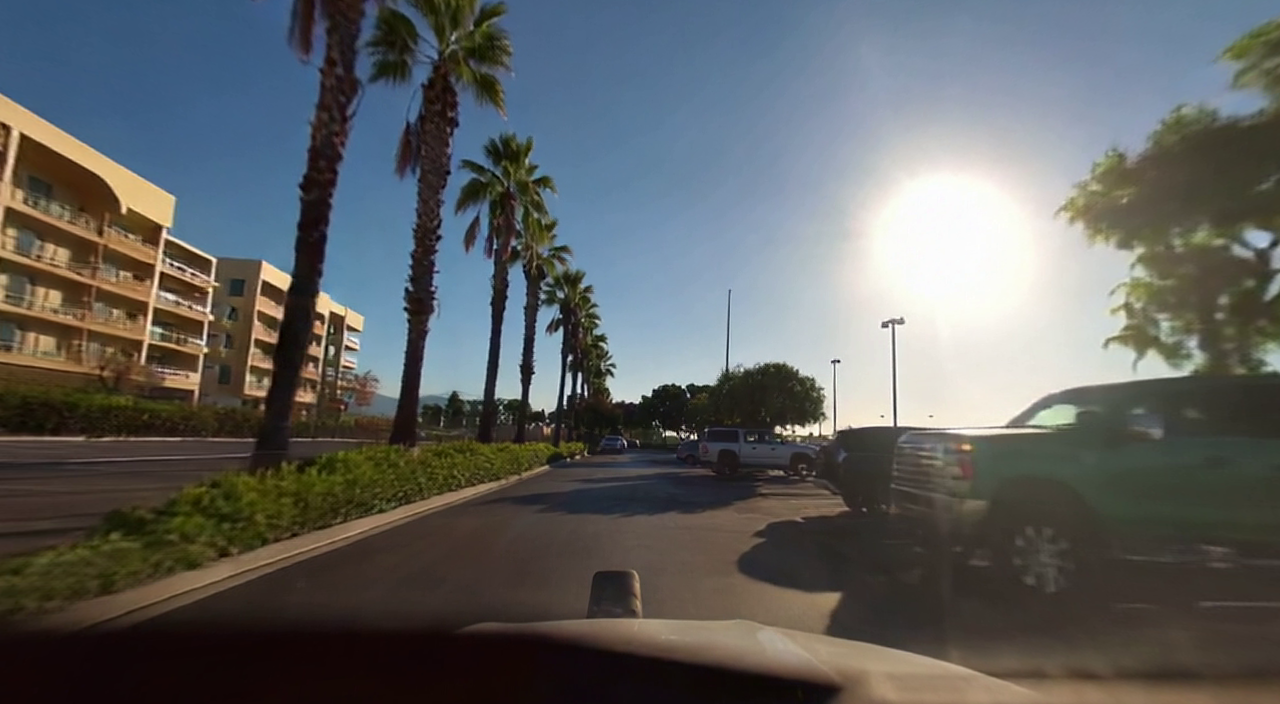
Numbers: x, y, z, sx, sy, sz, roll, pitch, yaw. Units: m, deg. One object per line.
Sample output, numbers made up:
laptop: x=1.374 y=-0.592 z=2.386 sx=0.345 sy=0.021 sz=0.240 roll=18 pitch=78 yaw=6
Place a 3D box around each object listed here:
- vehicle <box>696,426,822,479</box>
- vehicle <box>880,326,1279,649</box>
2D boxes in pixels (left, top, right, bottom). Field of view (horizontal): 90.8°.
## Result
vehicle: x=4.683 y=4.005 z=25.249 sx=4.609 sy=1.734 sz=1.909 roll=3 pitch=-8 yaw=0
vehicle: x=5.228 y=1.095 z=5.235 sx=5.639 sy=2.033 sz=2.172 roll=3 pitch=-7 yaw=3
